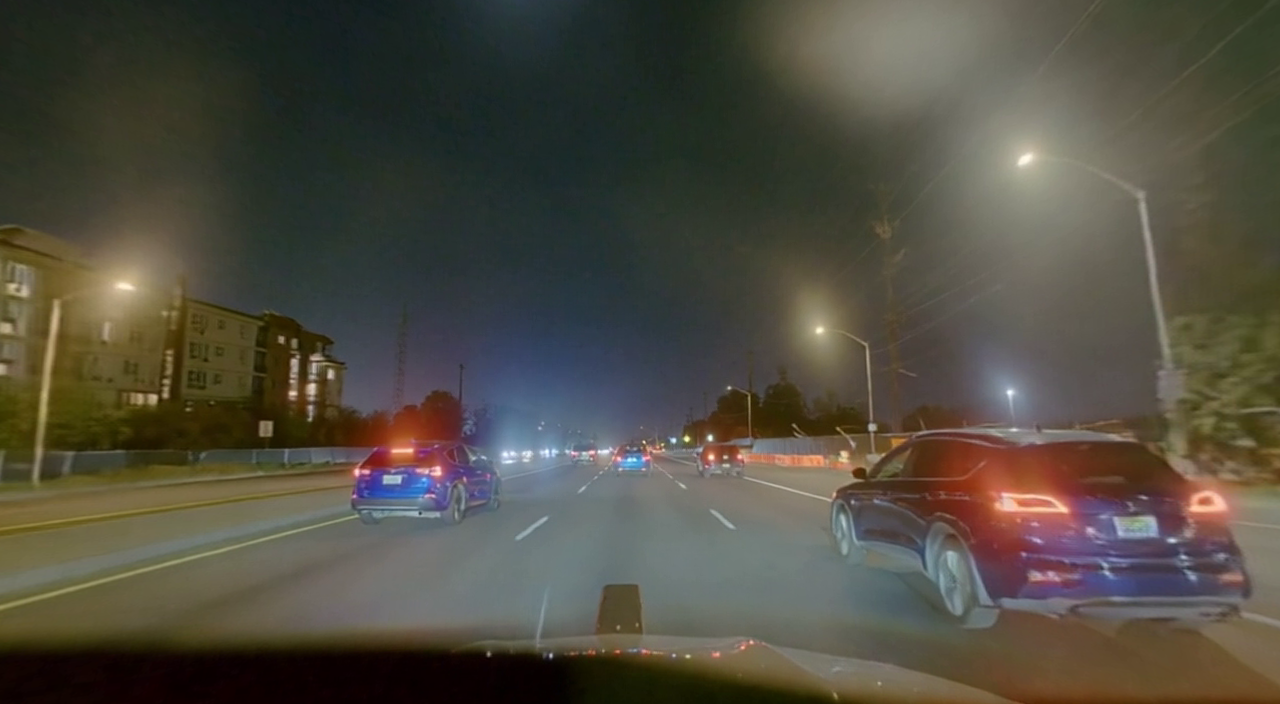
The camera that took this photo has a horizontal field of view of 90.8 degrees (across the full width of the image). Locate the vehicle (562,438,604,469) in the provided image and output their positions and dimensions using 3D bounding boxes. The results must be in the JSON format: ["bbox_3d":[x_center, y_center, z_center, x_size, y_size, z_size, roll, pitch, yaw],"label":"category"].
[{"bbox_3d":[-3.608,6.502,40.737,2.190,1.832,4.417,0,-8,1],"label":"vehicle"}]

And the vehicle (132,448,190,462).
[{"bbox_3d":[-37.016,7.951,48.814,3.745,1.024,2.044,-5,-10,27],"label":"vehicle"}]

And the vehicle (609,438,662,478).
[{"bbox_3d":[-0.179,4.919,29.678,2.291,1.714,4.217,0,-8,0],"label":"vehicle"}]

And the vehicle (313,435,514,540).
[{"bbox_3d":[-3.662,2.247,11.165,1.968,1.473,4.209,0,-8,0],"label":"vehicle"}]

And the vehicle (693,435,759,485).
[{"bbox_3d":[3.371,4.321,25.590,2.029,1.797,4.218,0,-8,-1],"label":"vehicle"}]

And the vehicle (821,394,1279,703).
[{"bbox_3d":[3.107,1.310,5.284,1.975,1.598,4.025,0,-8,0],"label":"vehicle"}]
